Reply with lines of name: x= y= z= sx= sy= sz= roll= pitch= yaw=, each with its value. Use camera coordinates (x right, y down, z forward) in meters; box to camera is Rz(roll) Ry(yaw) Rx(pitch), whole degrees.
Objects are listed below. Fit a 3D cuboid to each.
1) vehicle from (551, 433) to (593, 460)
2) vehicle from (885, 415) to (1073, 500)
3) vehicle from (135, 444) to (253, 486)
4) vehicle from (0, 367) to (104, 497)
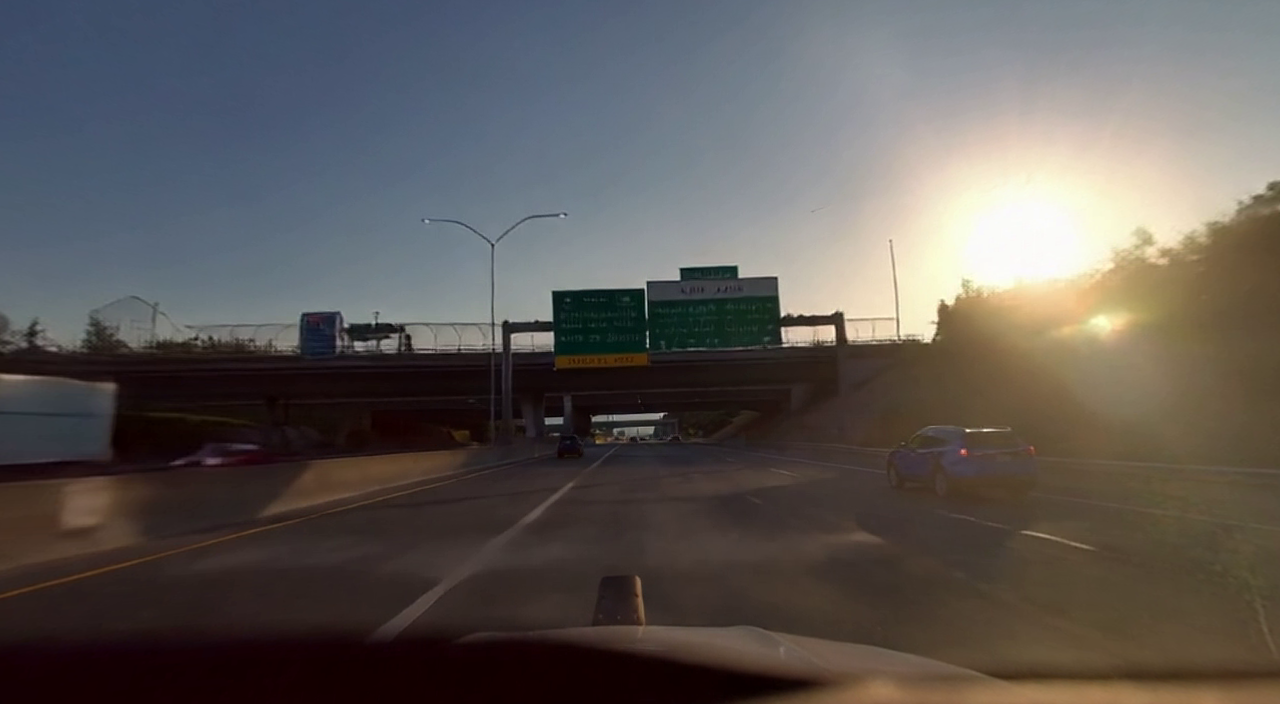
vehicle: x=-3.918 y=5.502 z=36.734 sx=2.032 sy=1.465 sz=4.316 roll=0 pitch=-8 yaw=-1
vehicle: x=7.351 y=2.319 z=14.192 sx=1.956 sy=1.634 sz=3.935 roll=0 pitch=-8 yaw=-1
vehicle: x=-17.193 y=4.333 z=24.470 sx=1.760 sy=1.473 sz=3.820 roll=0 pitch=-8 yaw=0
vehicle: x=-21.270 y=2.019 z=16.061 sx=2.899 sy=4.010 sz=14.107 roll=0 pitch=-8 yaw=-1
